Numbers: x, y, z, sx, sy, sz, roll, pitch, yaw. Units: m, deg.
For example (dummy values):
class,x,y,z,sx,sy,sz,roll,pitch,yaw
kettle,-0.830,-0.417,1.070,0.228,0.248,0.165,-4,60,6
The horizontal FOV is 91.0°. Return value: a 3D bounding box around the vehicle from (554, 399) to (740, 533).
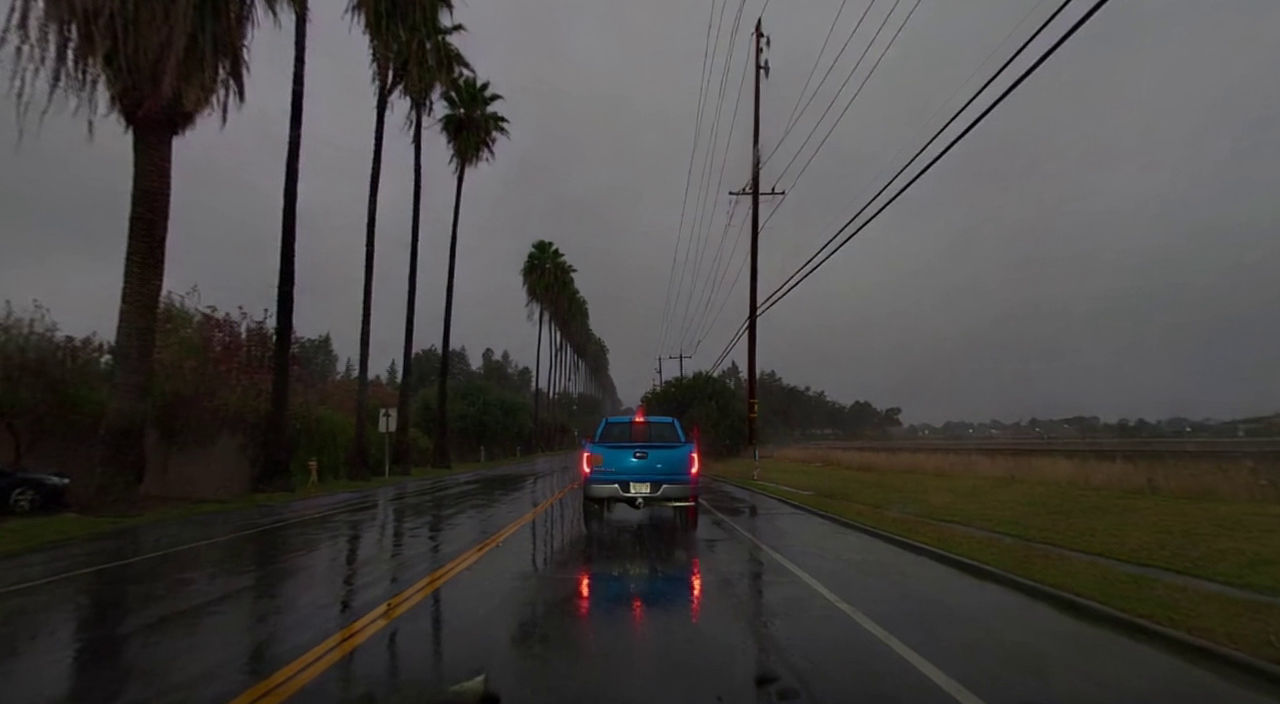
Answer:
class,x,y,z,sx,sy,sz,roll,pitch,yaw
vehicle,0.061,2.155,12.491,2.803,2.005,5.885,0,-8,-1
